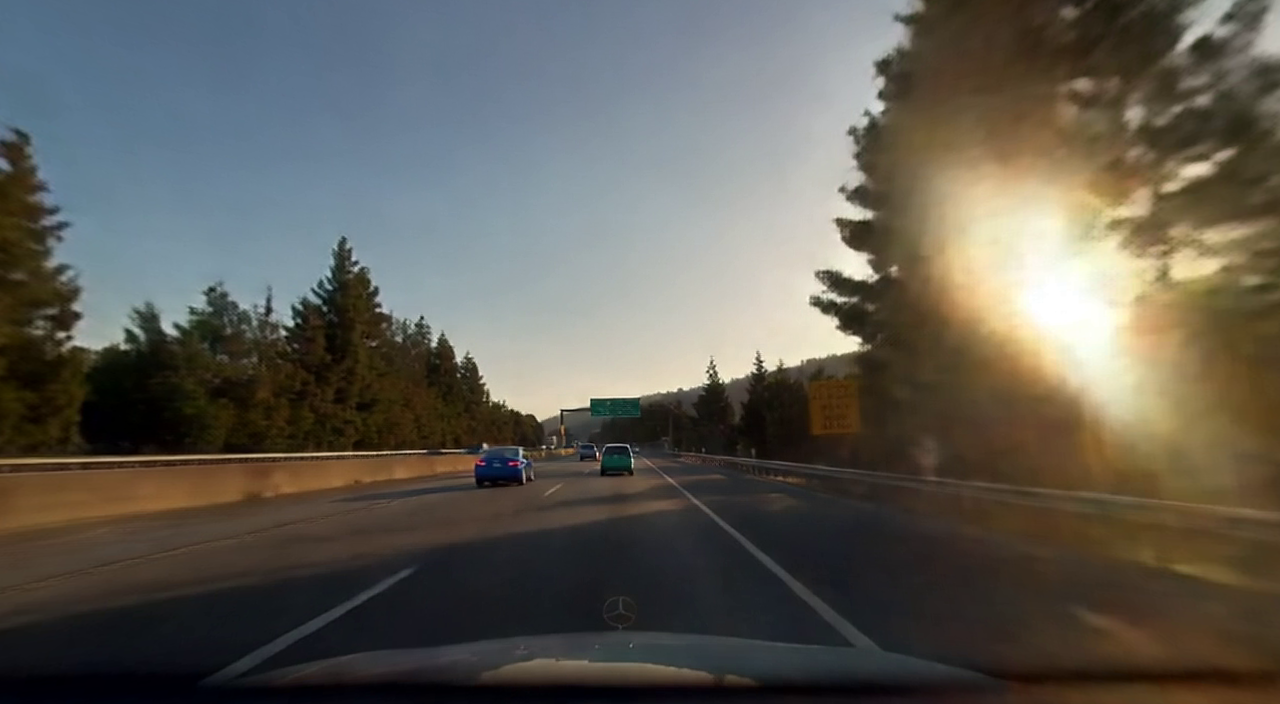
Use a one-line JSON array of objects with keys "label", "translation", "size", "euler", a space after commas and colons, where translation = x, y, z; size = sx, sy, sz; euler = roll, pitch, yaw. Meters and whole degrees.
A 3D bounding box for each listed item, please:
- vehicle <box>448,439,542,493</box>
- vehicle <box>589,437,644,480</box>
[{"label": "vehicle", "translation": [-4.790, 3.832, 21.438], "size": [2.103, 1.588, 4.709], "euler": [-1, -9, 0]}, {"label": "vehicle", "translation": [-0.994, 4.635, 27.449], "size": [2.220, 1.711, 4.056], "euler": [0, -9, -1]}]
